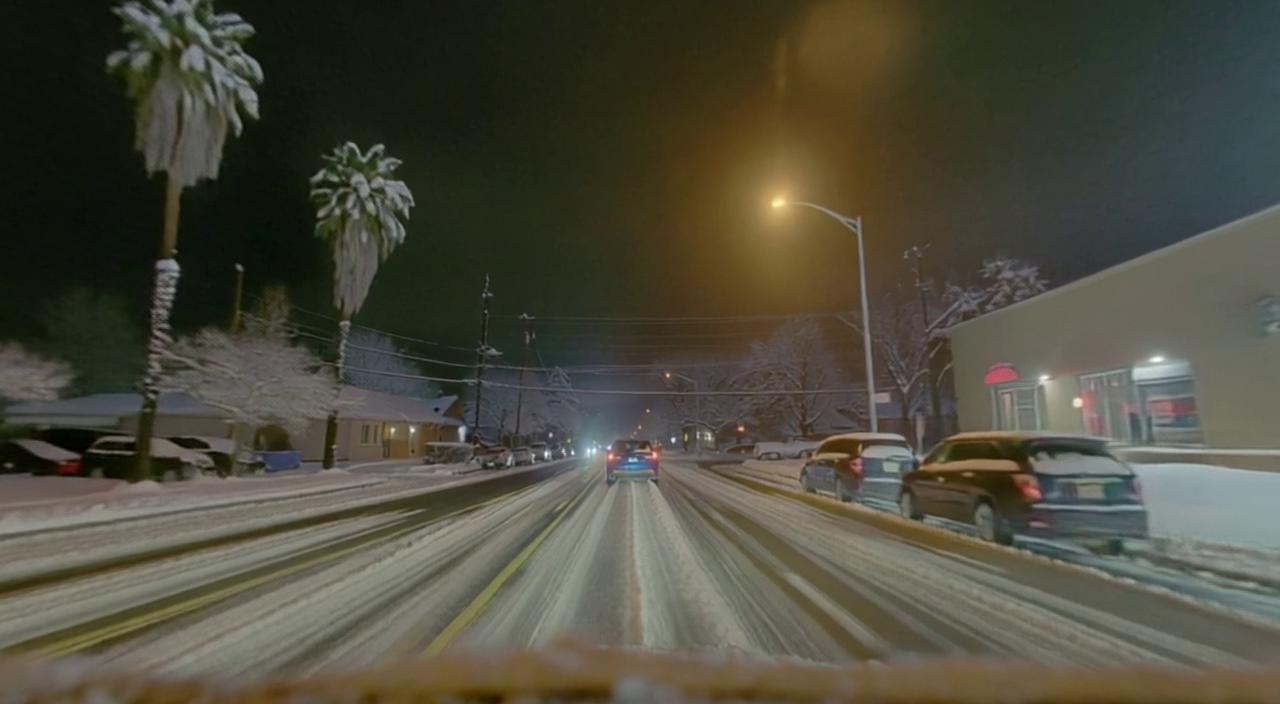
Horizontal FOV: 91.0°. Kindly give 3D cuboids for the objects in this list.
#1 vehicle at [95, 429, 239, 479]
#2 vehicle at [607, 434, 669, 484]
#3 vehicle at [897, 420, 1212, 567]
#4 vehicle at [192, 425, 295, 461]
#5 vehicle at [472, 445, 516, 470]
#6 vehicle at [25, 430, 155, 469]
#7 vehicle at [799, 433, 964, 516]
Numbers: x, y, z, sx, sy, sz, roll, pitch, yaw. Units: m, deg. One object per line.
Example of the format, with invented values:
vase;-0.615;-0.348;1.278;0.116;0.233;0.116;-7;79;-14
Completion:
vehicle;-17.537;3.805;23.717;2.084;1.678;4.707;1;-9;-6
vehicle;-0.113;4.207;25.055;2.264;1.798;4.563;0;-9;-1
vehicle;6.042;2.084;10.049;1.945;1.791;4.460;0;-9;0
vehicle;-20.838;4.769;33.195;1.911;1.762;4.127;-8;-11;43
vehicle;-10.404;7.533;45.168;2.075;1.693;4.696;0;-9;-1
vehicle;-22.842;4.076;26.402;1.829;1.492;4.487;1;-9;-8
vehicle;5.965;3.075;16.444;2.153;1.801;5.163;0;-9;-1
